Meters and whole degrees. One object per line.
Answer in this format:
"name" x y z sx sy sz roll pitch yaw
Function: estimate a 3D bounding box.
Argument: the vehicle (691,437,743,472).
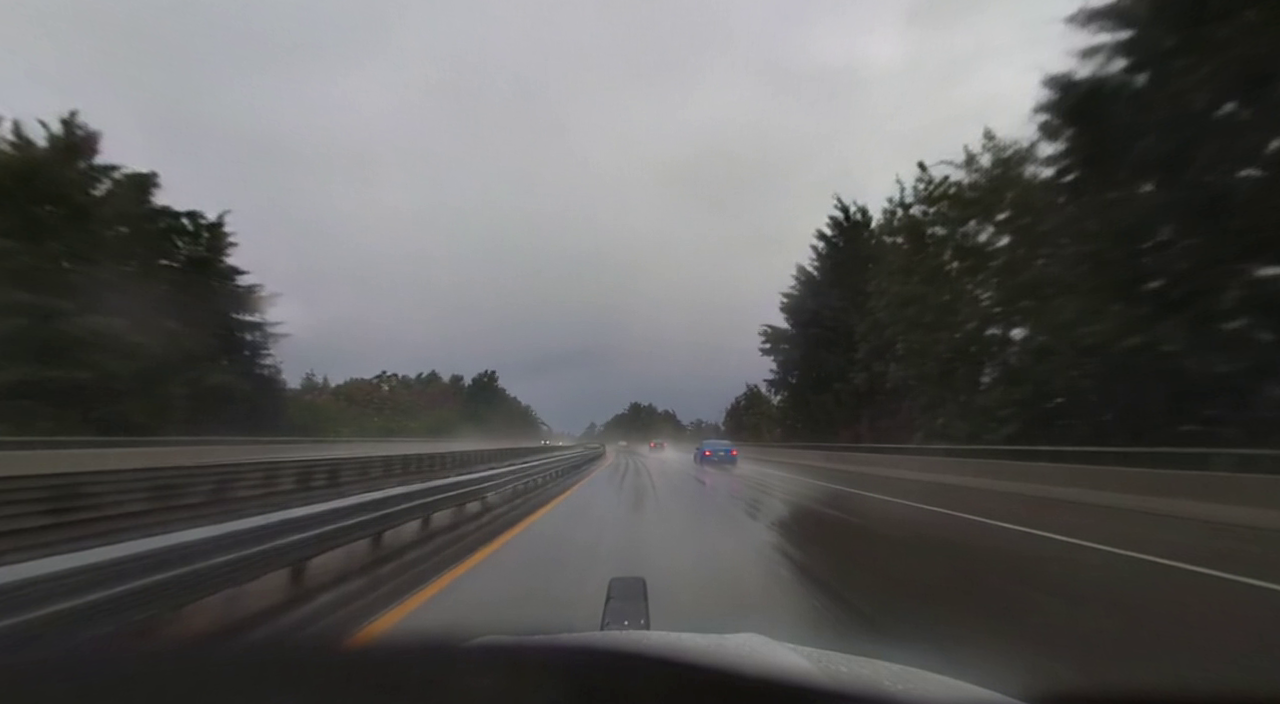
"vehicle" 3.646 4.882 30.274 1.945 1.538 3.729 0 -8 -1
